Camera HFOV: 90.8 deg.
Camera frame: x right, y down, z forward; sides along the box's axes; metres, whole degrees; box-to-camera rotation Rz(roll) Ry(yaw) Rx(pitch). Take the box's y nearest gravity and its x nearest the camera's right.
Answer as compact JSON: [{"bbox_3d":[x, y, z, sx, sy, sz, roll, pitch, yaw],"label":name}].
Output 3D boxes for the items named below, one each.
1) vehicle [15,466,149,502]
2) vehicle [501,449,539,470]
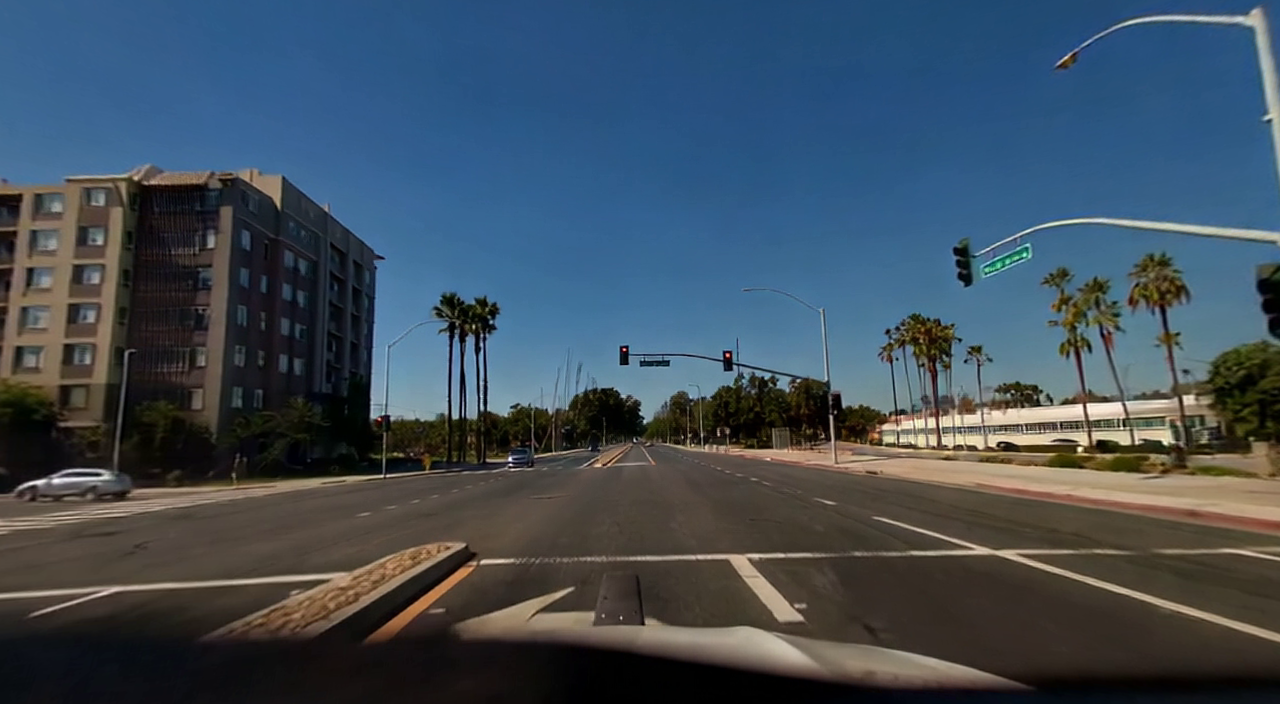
[{"bbox_3d":[-25.146,5.933,28.555,4.386,1.481,2.037,-1,-9,8],"label":"vehicle"},{"bbox_3d":[-9.209,8.283,48.748,2.149,1.477,4.186,0,-9,0],"label":"vehicle"}]
